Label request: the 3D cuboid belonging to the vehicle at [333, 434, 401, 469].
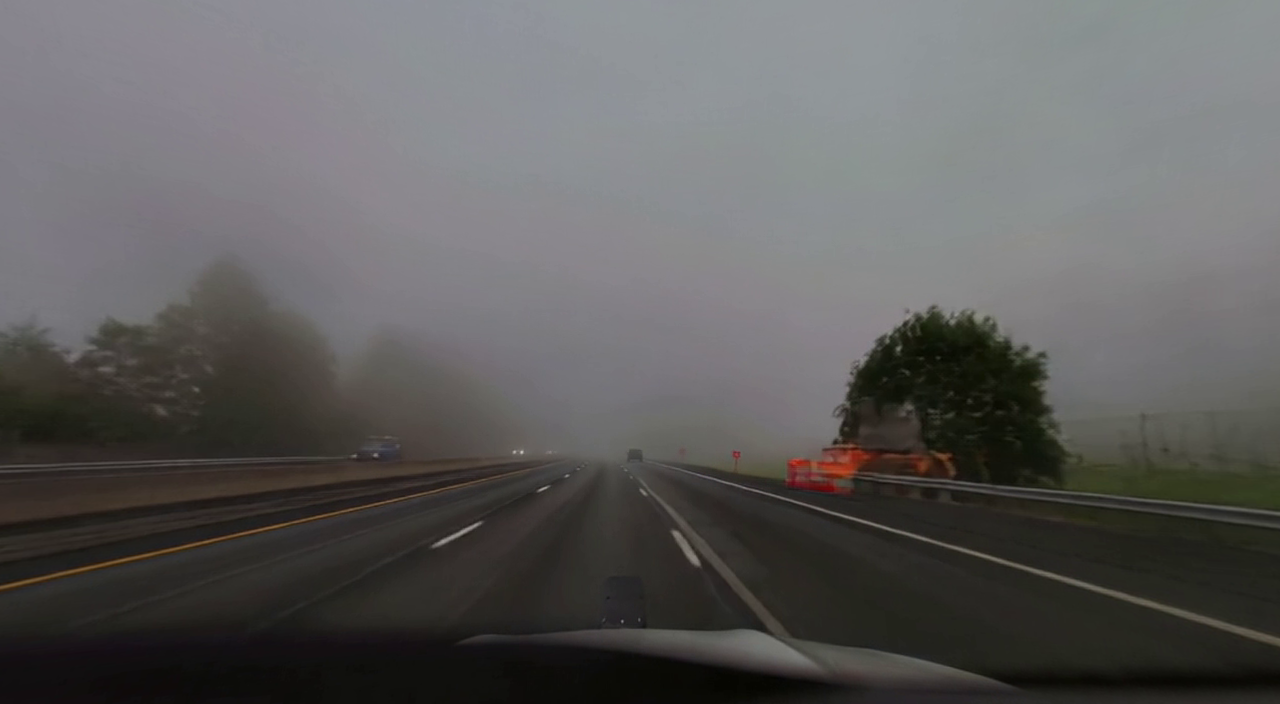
[{"bbox_3d":[-19.455,7.148,45.230,2.411,2.328,5.807,0,-9,-2],"label":"vehicle"}]
